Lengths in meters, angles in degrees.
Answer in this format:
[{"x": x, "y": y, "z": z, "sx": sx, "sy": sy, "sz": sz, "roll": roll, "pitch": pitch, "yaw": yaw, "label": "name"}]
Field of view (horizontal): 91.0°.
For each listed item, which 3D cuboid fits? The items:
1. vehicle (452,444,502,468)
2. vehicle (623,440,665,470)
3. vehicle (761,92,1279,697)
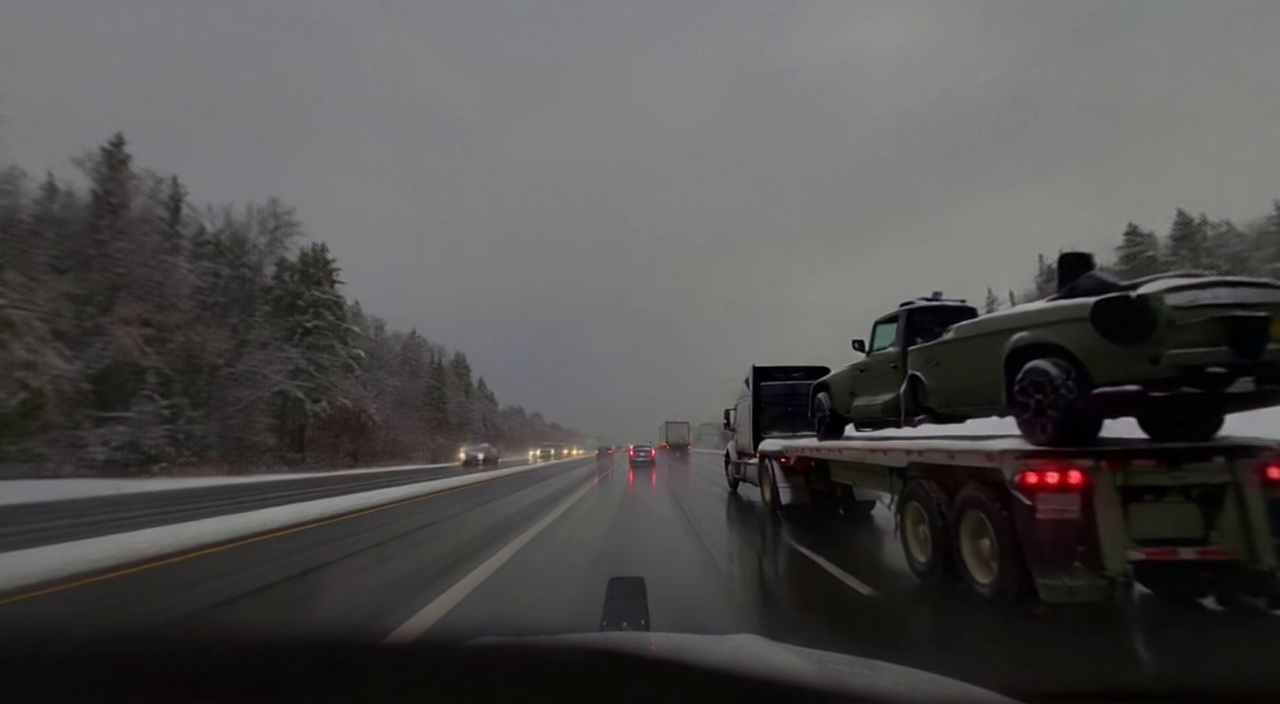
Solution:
[{"x": -10.408, "y": 6.664, "z": 40.546, "sx": 1.934, "sy": 1.497, "sz": 4.356, "roll": 0, "pitch": -8, "yaw": 1, "label": "vehicle"}, {"x": 0.231, "y": 5.584, "z": 34.256, "sx": 2.152, "sy": 1.484, "sz": 4.211, "roll": 0, "pitch": -8, "yaw": 1, "label": "vehicle"}, {"x": 4.778, "y": 1.064, "z": 9.848, "sx": 3.150, "sy": 3.257, "sz": 13.098, "roll": 0, "pitch": -8, "yaw": 0, "label": "vehicle"}]
